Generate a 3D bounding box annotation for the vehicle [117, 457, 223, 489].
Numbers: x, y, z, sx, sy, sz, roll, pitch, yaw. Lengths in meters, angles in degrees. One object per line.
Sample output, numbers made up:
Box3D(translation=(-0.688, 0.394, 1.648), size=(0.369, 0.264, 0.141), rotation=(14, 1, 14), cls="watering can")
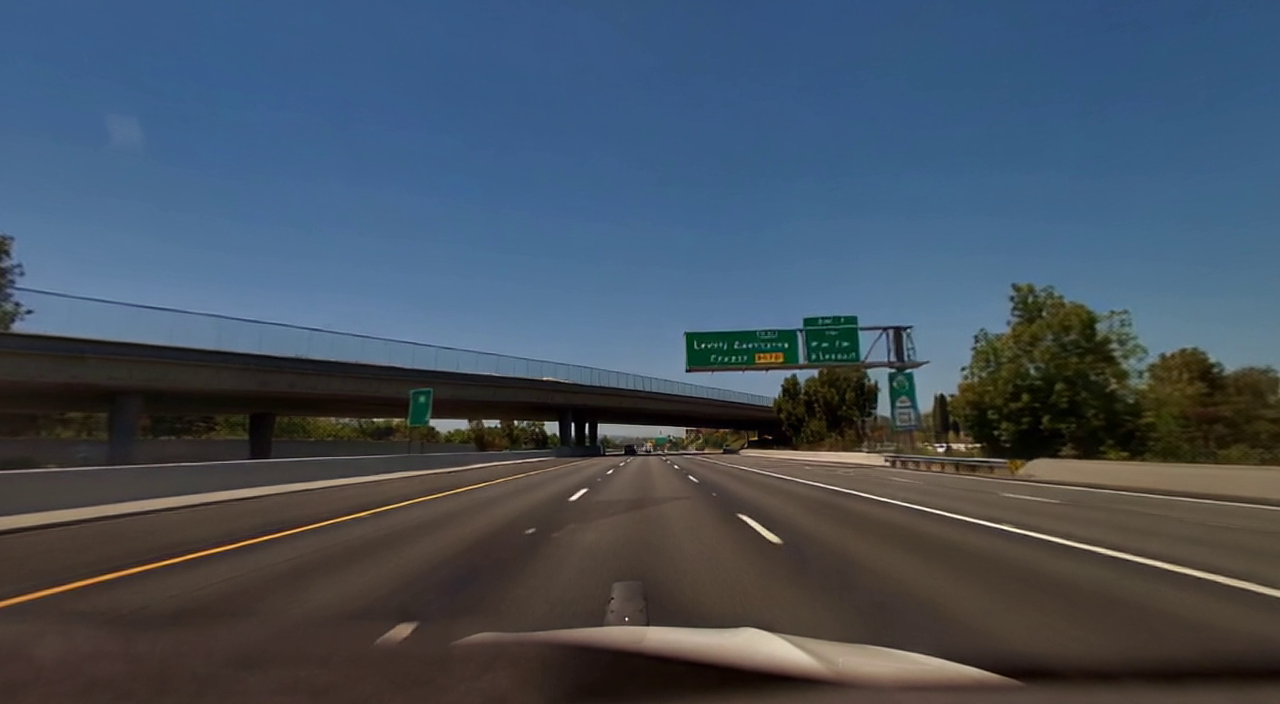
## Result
Box3D(translation=(-25.286, 6.501, 34.156), size=(1.963, 1.500, 4.793), rotation=(-1, -8, 1), cls="vehicle")
